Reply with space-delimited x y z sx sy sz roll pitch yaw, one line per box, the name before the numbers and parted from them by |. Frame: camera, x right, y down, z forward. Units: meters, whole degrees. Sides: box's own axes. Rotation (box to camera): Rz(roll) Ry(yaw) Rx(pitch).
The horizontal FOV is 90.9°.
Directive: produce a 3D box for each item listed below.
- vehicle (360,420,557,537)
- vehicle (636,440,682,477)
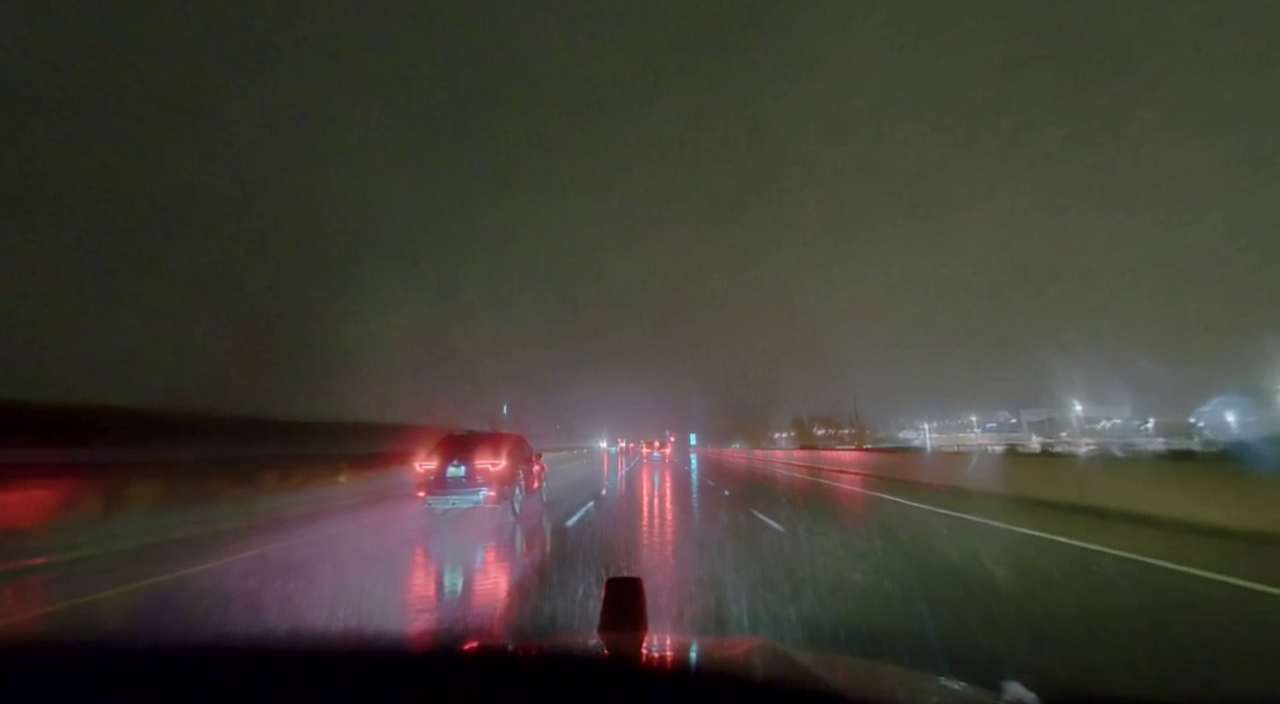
vehicle | -3.075 2.276 11.980 2.239 1.761 4.620 0 -8 2
vehicle | 0.840 4.916 29.303 2.000 1.558 3.945 0 -8 0
